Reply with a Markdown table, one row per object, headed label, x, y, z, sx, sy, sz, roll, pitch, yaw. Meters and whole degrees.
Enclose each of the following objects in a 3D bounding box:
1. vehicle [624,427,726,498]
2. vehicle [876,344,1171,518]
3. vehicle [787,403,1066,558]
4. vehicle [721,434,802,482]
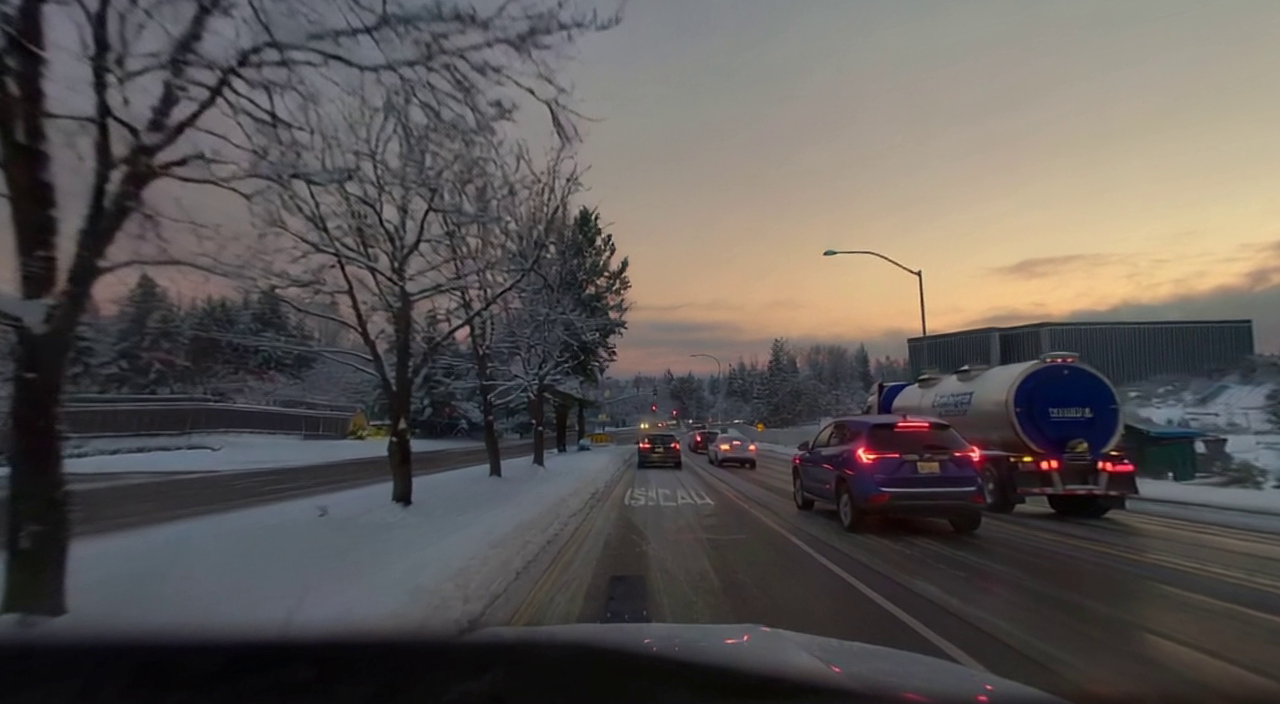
| label | x | y | z | sx | sy | sz | roll | pitch | yaw |
| --- | --- | --- | --- | --- | --- | --- | --- | --- | --- |
| vehicle | 0.761 | 2.650 | 15.402 | 2.148 | 1.488 | 4.002 | 0 | -8 | 1 |
| vehicle | 8.258 | 1.905 | 14.847 | 2.849 | 3.207 | 6.275 | 0 | -8 | -1 |
| vehicle | 3.750 | 1.779 | 9.410 | 2.045 | 1.729 | 4.532 | 0 | -8 | 1 |
| vehicle | 4.000 | 3.571 | 21.483 | 1.917 | 1.475 | 4.081 | 0 | -8 | 0 |
